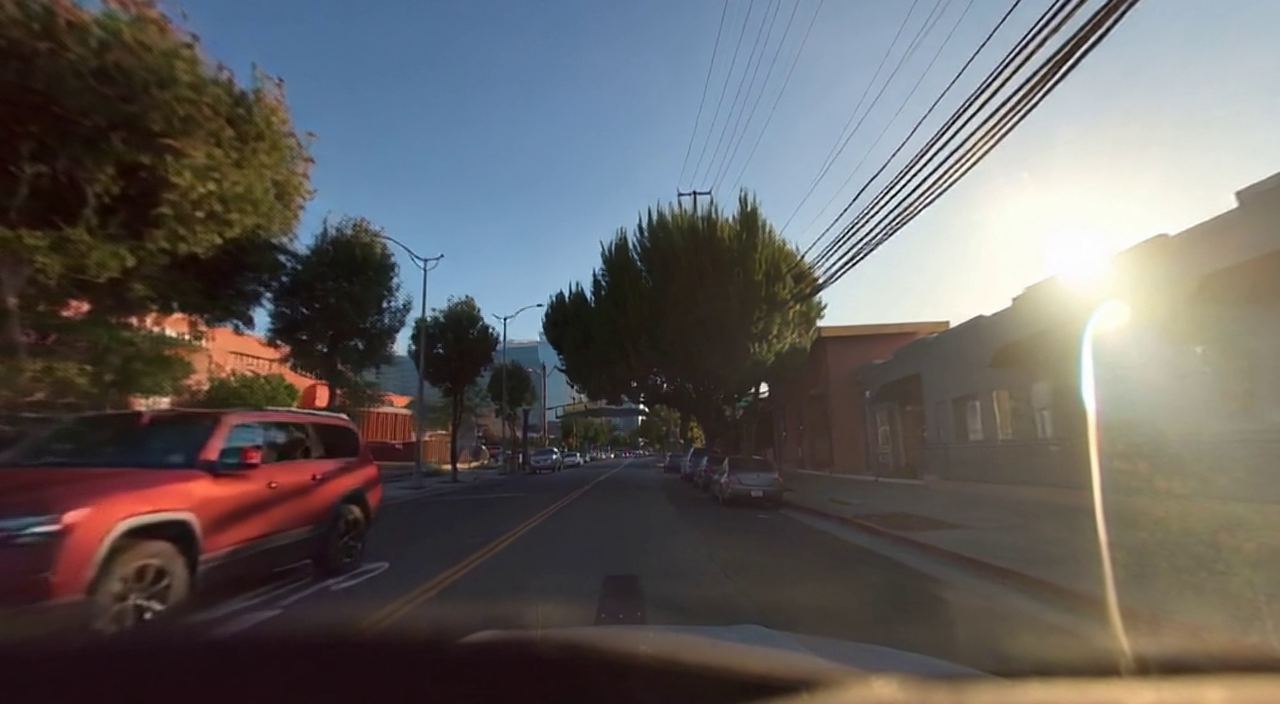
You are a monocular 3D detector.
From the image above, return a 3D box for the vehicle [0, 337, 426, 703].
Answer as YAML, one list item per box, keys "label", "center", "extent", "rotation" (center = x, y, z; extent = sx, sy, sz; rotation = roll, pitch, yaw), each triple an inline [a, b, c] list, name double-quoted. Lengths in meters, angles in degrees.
- label: "vehicle"
  center: [-4.048, 1.242, 5.721]
  extent: [2.495, 1.966, 4.846]
  rotation: [0, -8, 0]

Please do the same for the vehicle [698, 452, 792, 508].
- label: "vehicle"
  center: [2.909, 3.632, 18.370]
  extent: [1.877, 1.373, 3.854]
  rotation: [0, -8, -3]
